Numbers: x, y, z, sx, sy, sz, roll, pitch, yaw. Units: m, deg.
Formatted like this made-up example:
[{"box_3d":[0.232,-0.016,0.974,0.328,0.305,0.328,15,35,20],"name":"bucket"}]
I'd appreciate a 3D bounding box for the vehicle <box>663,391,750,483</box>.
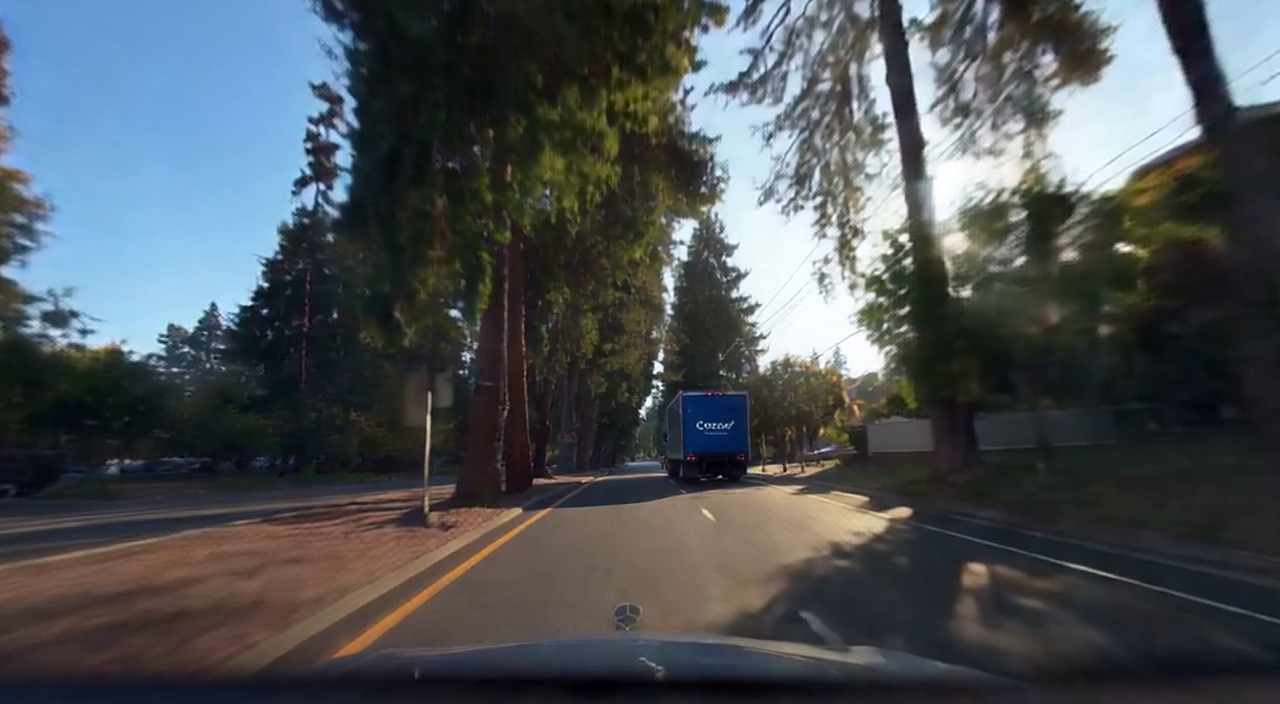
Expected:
[{"box_3d":[2.952,4.224,30.922,2.973,3.848,9.336,0,-8,-2],"name":"vehicle"}]
